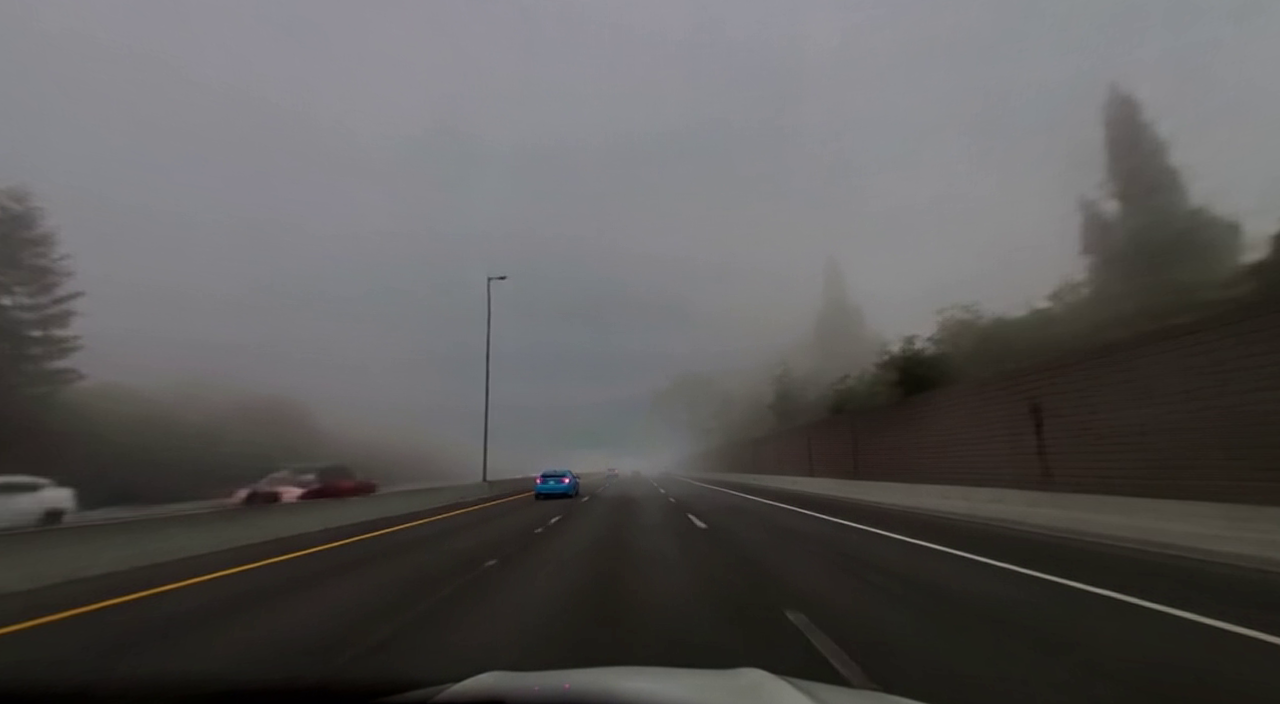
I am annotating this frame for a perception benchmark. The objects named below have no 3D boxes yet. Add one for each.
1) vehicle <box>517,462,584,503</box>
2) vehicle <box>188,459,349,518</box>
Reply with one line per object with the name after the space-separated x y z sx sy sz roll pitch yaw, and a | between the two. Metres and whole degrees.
-3.560 5.296 25.859 2.045 1.487 4.582 0 -10 1 | vehicle
-10.631 3.934 18.537 2.012 1.473 4.459 0 -10 0 | vehicle
